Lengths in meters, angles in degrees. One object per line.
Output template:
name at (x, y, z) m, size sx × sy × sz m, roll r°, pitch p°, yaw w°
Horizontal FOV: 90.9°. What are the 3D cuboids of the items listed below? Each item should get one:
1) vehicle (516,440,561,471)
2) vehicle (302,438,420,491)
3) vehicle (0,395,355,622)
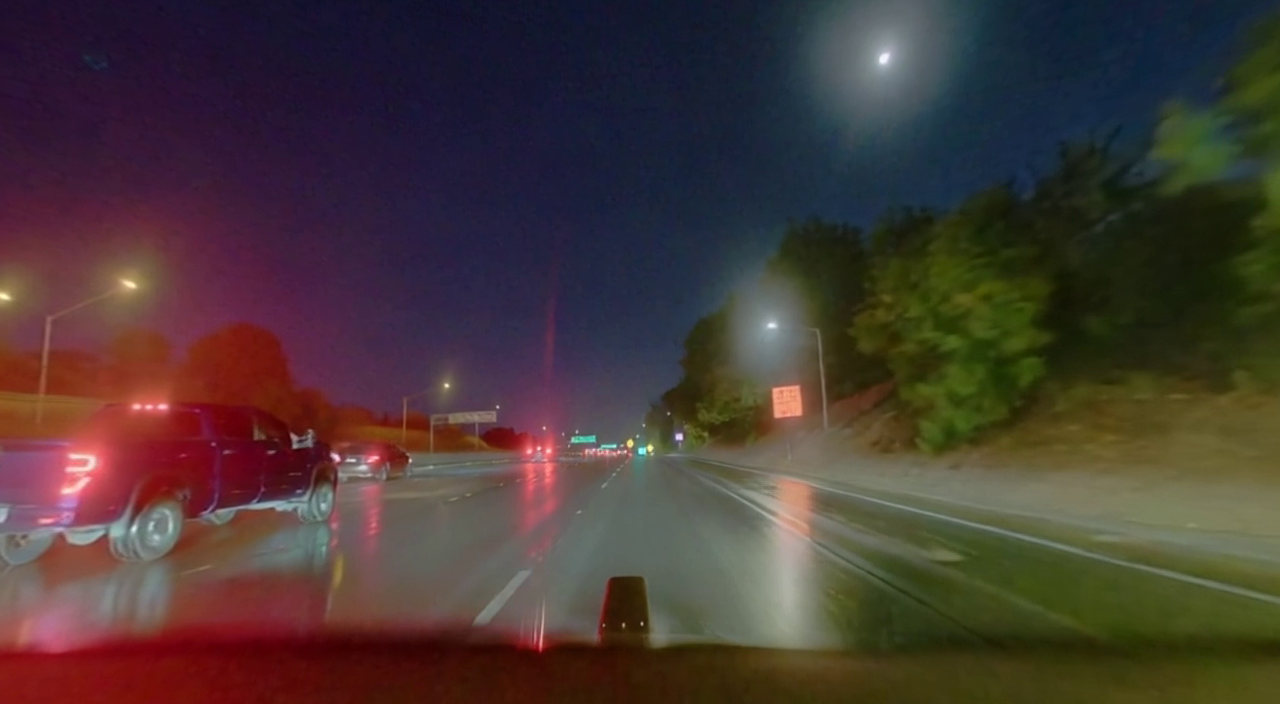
vehicle at (-6.151, 6.302, 38.608) m, size 2.009 × 1.735 × 4.358 m, roll 0°, pitch -8°, yaw 0°
vehicle at (-9.712, 3.924, 22.442) m, size 2.060 × 1.662 × 4.469 m, roll 0°, pitch -8°, yaw 1°
vehicle at (-6.249, 1.667, 7.932) m, size 2.403 × 1.773 × 6.276 m, roll 0°, pitch -8°, yaw 0°
